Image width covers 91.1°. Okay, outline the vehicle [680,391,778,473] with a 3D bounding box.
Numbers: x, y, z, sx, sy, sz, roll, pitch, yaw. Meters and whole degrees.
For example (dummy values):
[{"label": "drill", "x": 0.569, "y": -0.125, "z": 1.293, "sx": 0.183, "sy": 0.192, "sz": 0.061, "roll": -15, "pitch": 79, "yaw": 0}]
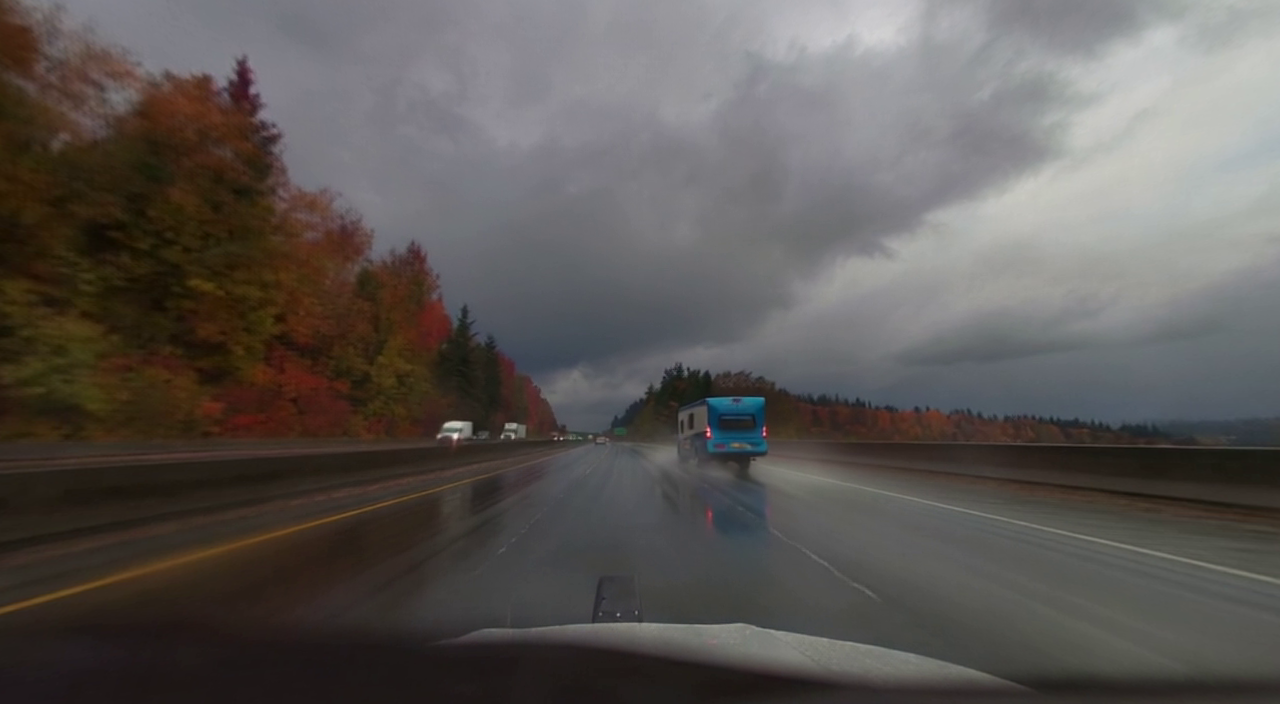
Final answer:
[{"label": "vehicle", "x": 3.353, "y": 3.277, "z": 25.714, "sx": 2.815, "sy": 2.876, "sz": 7.101, "roll": 0, "pitch": -8, "yaw": -1}]
